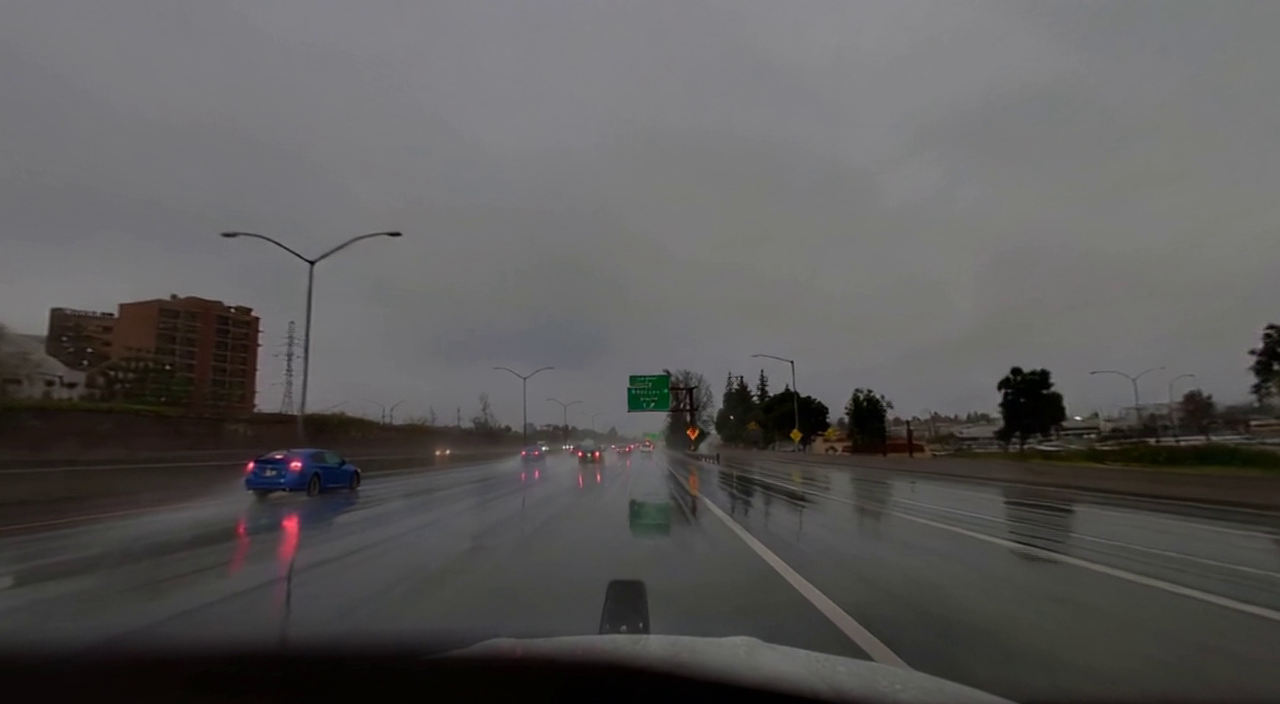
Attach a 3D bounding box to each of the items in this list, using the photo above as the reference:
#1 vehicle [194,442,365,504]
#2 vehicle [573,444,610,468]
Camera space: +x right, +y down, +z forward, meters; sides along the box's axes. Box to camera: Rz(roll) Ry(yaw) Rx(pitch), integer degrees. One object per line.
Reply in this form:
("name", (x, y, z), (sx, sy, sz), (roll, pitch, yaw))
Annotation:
("vehicle", (-10.069, 3.386, 18.212), (2.002, 1.526, 4.822), (0, -8, 1))
("vehicle", (-3.107, 6.835, 41.608), (2.050, 1.479, 4.342), (0, -8, 1))
